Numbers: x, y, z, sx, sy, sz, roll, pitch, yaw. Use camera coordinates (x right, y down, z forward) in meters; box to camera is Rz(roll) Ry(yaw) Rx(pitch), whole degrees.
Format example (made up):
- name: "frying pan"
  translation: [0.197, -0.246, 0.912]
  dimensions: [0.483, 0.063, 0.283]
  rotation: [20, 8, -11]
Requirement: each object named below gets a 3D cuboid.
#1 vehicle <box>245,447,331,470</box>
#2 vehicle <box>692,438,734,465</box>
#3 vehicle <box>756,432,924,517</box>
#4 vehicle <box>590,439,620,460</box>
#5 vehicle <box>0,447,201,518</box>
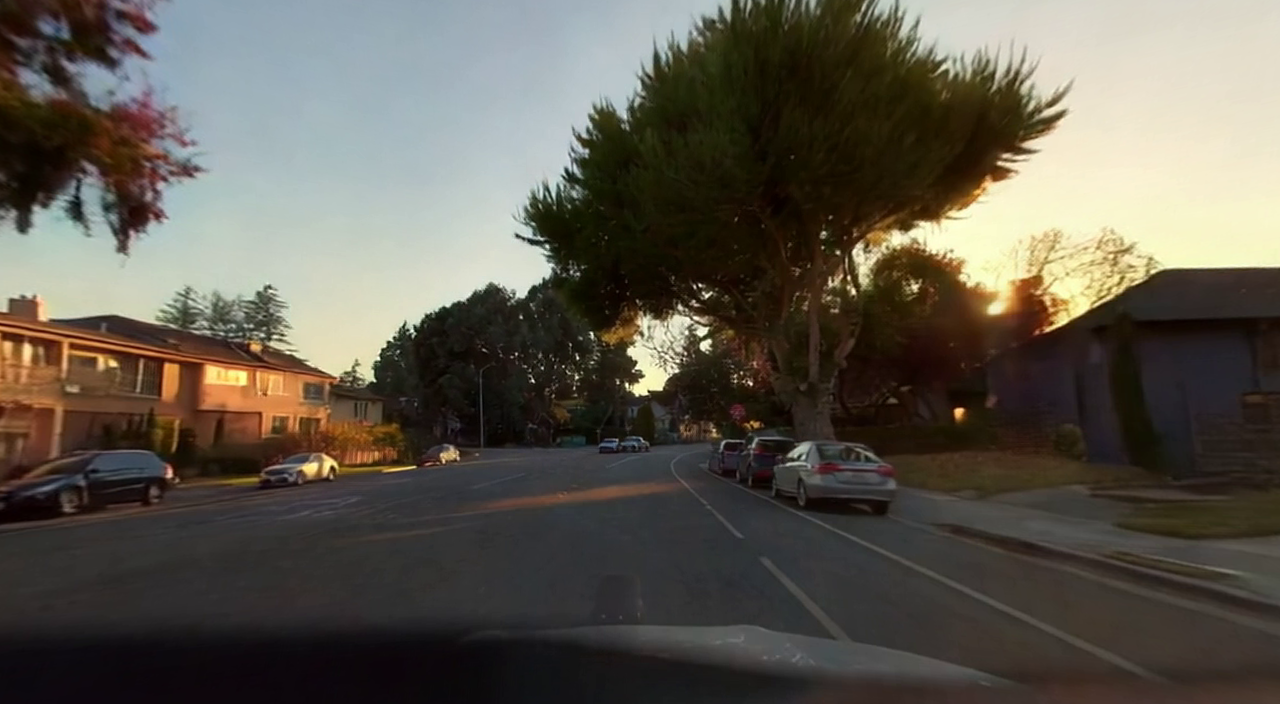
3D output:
- name: "vehicle"
  translation: [-22.306, 6.739, 40.159]
  dimensions: [4.397, 1.423, 1.789]
  rotation: [0, -8, 2]
- name: "vehicle"
  translation: [4.245, 5.894, 37.418]
  dimensions: [1.964, 1.485, 4.454]
  rotation: [0, -8, 1]
- name: "vehicle"
  translation: [3.911, 2.474, 13.309]
  dimensions: [1.956, 1.468, 4.524]
  rotation: [0, -8, -1]
- name: "vehicle"
  translation: [-2.565, 7.272, 47.211]
  dimensions: [1.986, 1.508, 4.261]
  rotation: [0, -8, 0]
- name: "vehicle"
  translation: [-14.144, 3.263, 16.455]
  dimensions: [1.923, 1.535, 4.862]
  rotation: [0, -8, 0]
